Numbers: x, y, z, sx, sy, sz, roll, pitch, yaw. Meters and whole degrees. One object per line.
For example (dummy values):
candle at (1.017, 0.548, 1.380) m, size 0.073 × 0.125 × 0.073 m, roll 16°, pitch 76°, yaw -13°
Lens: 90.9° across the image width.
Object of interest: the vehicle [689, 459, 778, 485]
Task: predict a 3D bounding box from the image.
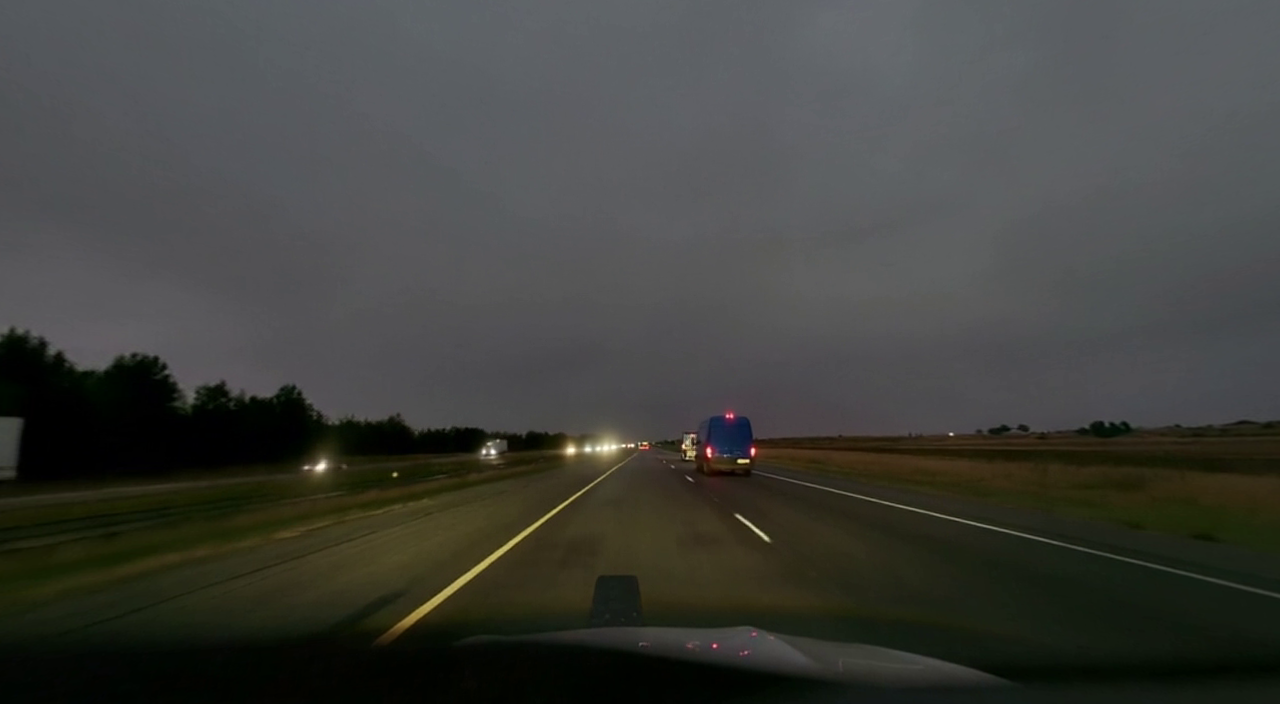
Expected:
vehicle at (3.826, 5.115, 27.231) m, size 2.702 × 0.824 × 6.391 m, roll 0°, pitch -8°, yaw -2°

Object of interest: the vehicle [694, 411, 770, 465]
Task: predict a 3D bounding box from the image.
vehicle at (3.810, 3.804, 27.385) m, size 2.444 × 2.053 × 5.616 m, roll -1°, pitch -9°, yaw 0°
